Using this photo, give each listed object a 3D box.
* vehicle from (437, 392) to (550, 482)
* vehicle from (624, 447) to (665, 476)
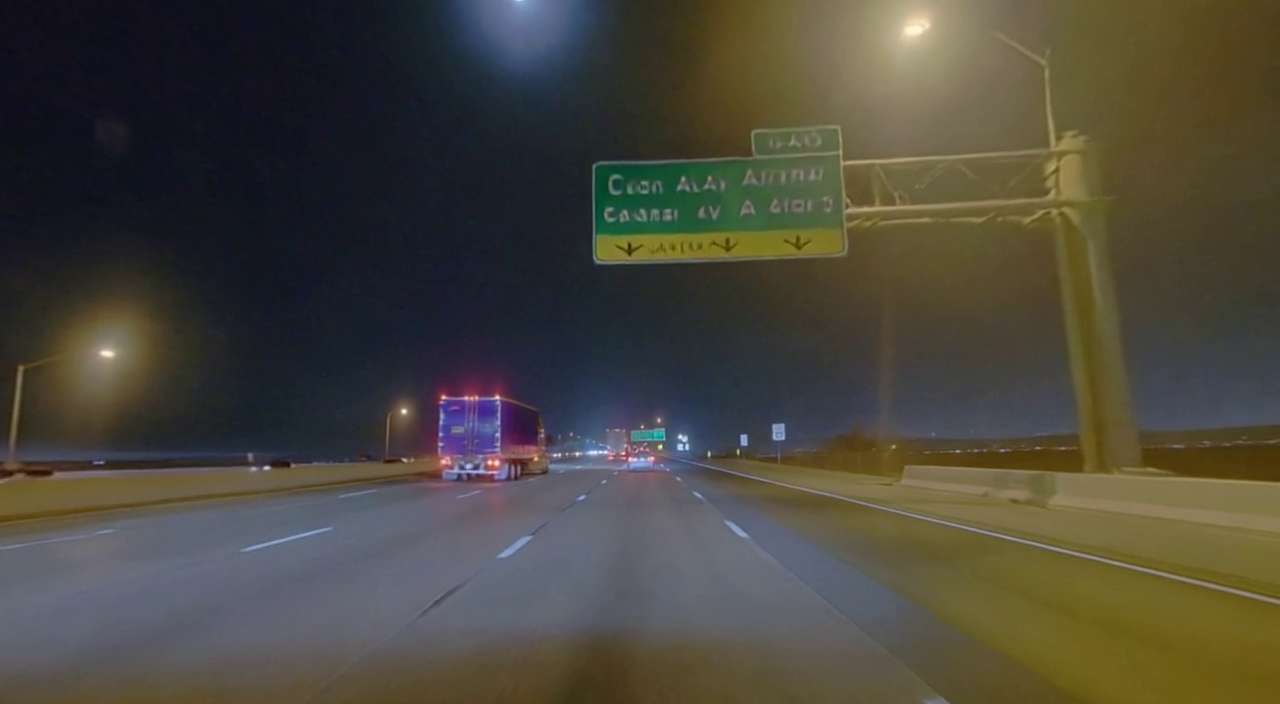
[{"bbox_3d":[-7.055,4.499,32.542,3.067,3.804,11.136,0,-9,0],"label":"vehicle"},{"bbox_3d":[0.200,5.867,33.970,2.066,1.469,4.050,0,-9,-1],"label":"vehicle"}]
